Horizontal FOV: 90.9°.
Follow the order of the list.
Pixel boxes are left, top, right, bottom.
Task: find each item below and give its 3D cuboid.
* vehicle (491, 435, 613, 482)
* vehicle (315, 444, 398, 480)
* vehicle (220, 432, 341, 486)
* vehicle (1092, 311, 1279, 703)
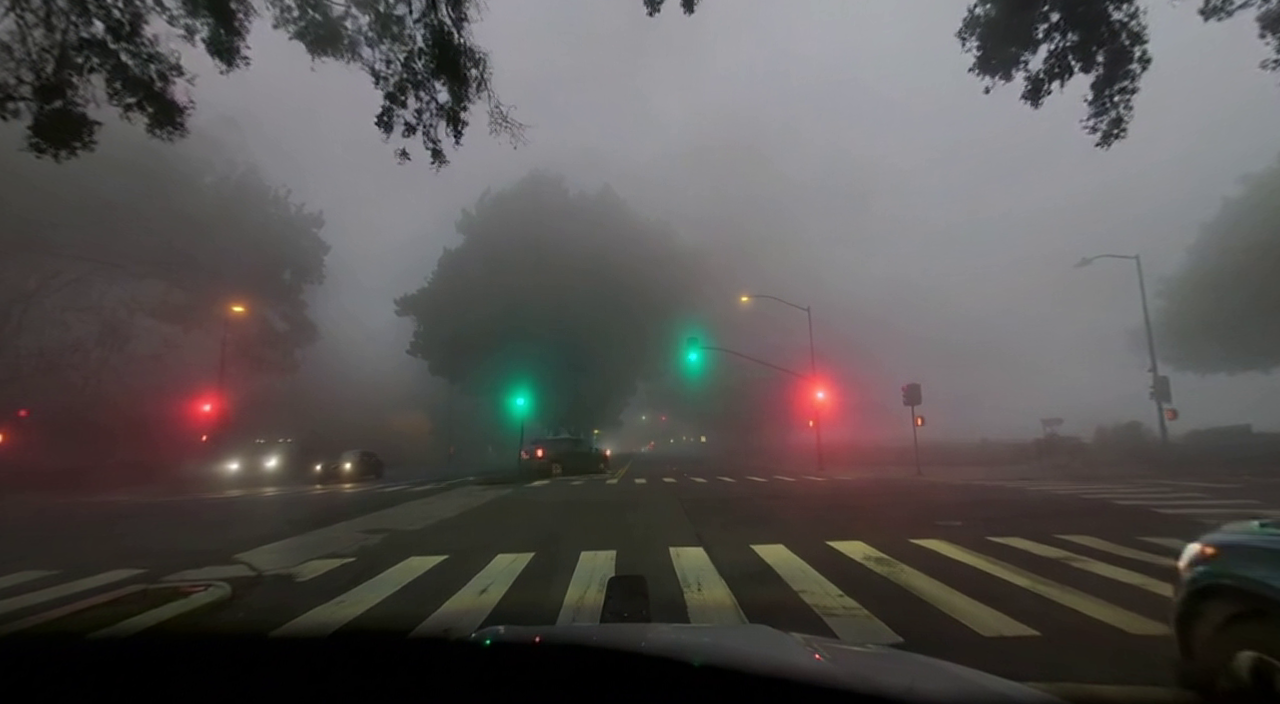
[{"bbox_3d":[-3.355,4.153,24.978,2.153,1.658,4.569,-7,-10,37],"label":"vehicle"},{"bbox_3d":[-14.869,5.751,33.372,2.169,1.753,4.640,0,-8,1],"label":"vehicle"},{"bbox_3d":[-18.625,5.546,33.123,2.557,2.580,5.856,-1,-8,4],"label":"vehicle"},{"bbox_3d":[3.600,0.554,1.205,2.301,1.767,4.289,0,-8,1],"label":"vehicle"}]
